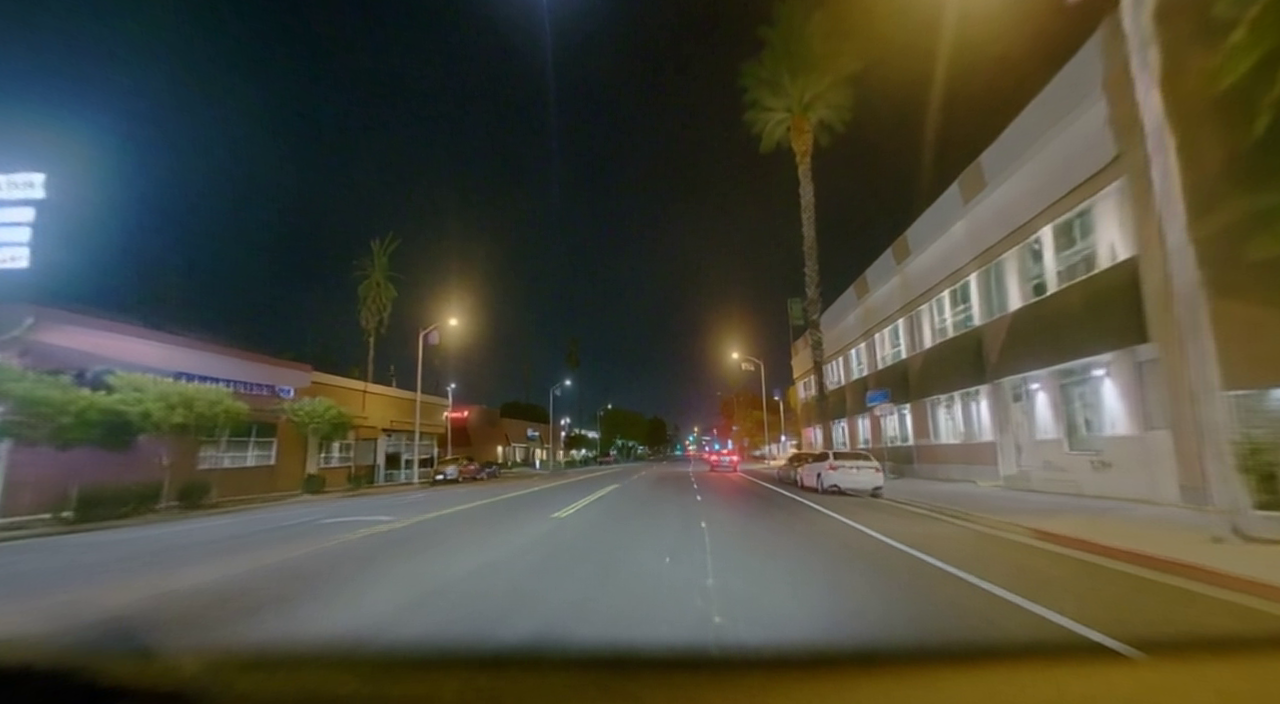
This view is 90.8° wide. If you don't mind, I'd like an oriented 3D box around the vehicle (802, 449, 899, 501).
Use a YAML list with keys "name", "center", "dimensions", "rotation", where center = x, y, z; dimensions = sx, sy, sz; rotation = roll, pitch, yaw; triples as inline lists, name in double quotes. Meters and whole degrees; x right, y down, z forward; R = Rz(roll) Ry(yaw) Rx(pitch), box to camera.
- name: "vehicle"
  center: [6.845, 4.002, 21.024]
  dimensions: [1.834, 1.504, 4.331]
  rotation: [0, -9, 2]

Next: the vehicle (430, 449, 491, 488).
- name: "vehicle"
  center: [-10.932, 7.093, 38.898]
  dimensions: [1.949, 2.026, 5.141]
  rotation: [1, -8, 2]

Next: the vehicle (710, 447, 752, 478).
- name: "vehicle"
  center: [4.799, 5.861, 33.860]
  dimensions: [2.067, 1.477, 4.653]
  rotation: [-1, -9, 6]
